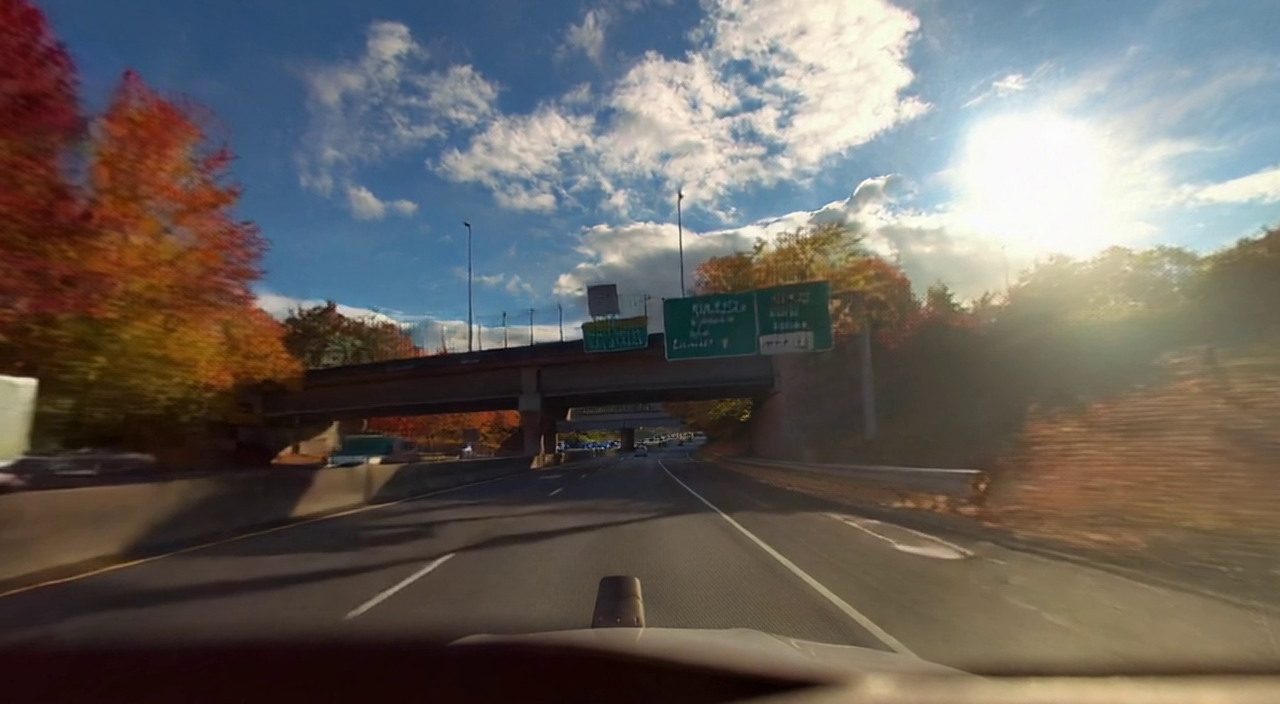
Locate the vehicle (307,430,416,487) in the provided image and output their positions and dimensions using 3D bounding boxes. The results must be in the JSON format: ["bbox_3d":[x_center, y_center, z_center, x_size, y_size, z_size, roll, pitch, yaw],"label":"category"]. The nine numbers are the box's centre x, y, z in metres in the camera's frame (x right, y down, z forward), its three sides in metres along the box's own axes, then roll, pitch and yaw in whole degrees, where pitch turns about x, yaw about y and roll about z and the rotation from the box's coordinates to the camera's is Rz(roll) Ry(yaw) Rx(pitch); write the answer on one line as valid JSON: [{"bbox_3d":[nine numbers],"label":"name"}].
[{"bbox_3d":[-12.890,4.981,29.584,2.347,2.351,5.933,-1,-9,1],"label":"vehicle"}]
